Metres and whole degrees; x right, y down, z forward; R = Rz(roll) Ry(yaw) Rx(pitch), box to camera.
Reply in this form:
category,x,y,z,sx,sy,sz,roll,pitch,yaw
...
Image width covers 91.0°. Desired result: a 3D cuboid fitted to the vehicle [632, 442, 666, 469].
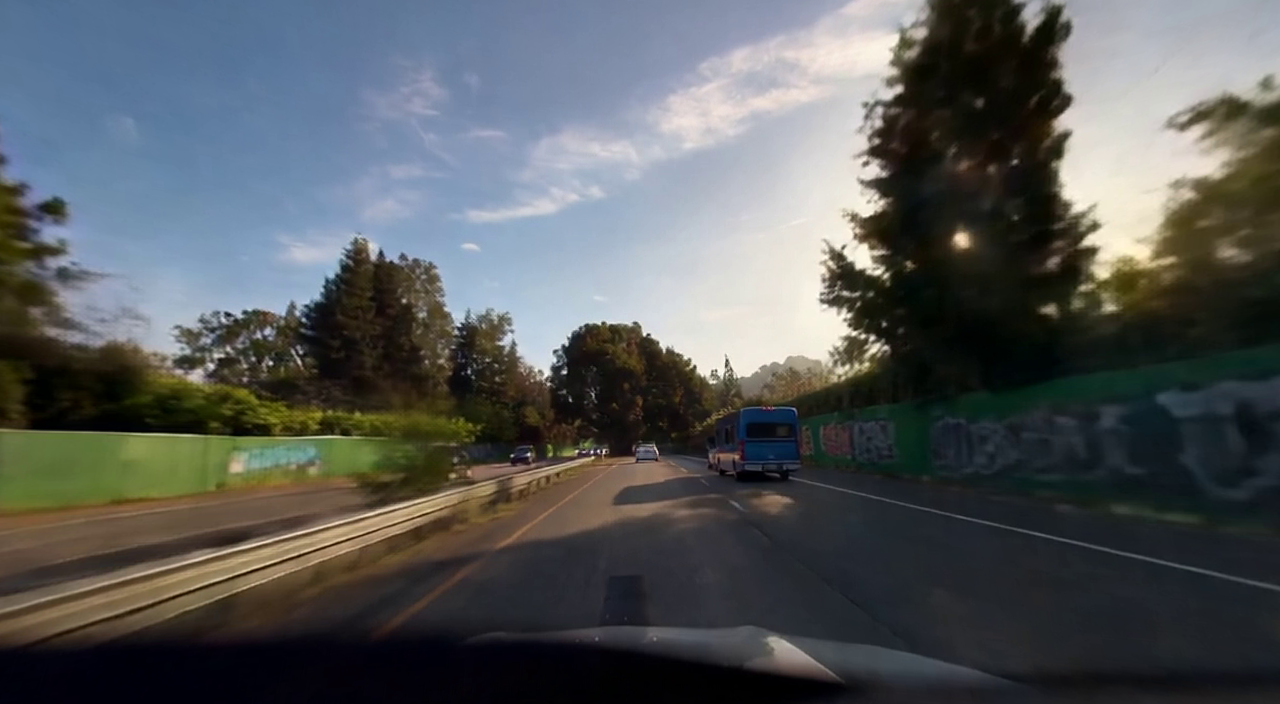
category,x,y,z,sx,sy,sz,roll,pitch,yaw
vehicle,0.530,6.418,39.325,2.030,1.572,4.067,0,-8,0

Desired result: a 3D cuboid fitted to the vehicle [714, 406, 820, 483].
category,x,y,z,sx,sy,sz,roll,pitch,yaw
vehicle,4.837,3.737,25.487,2.712,2.659,6.992,0,-8,-1
